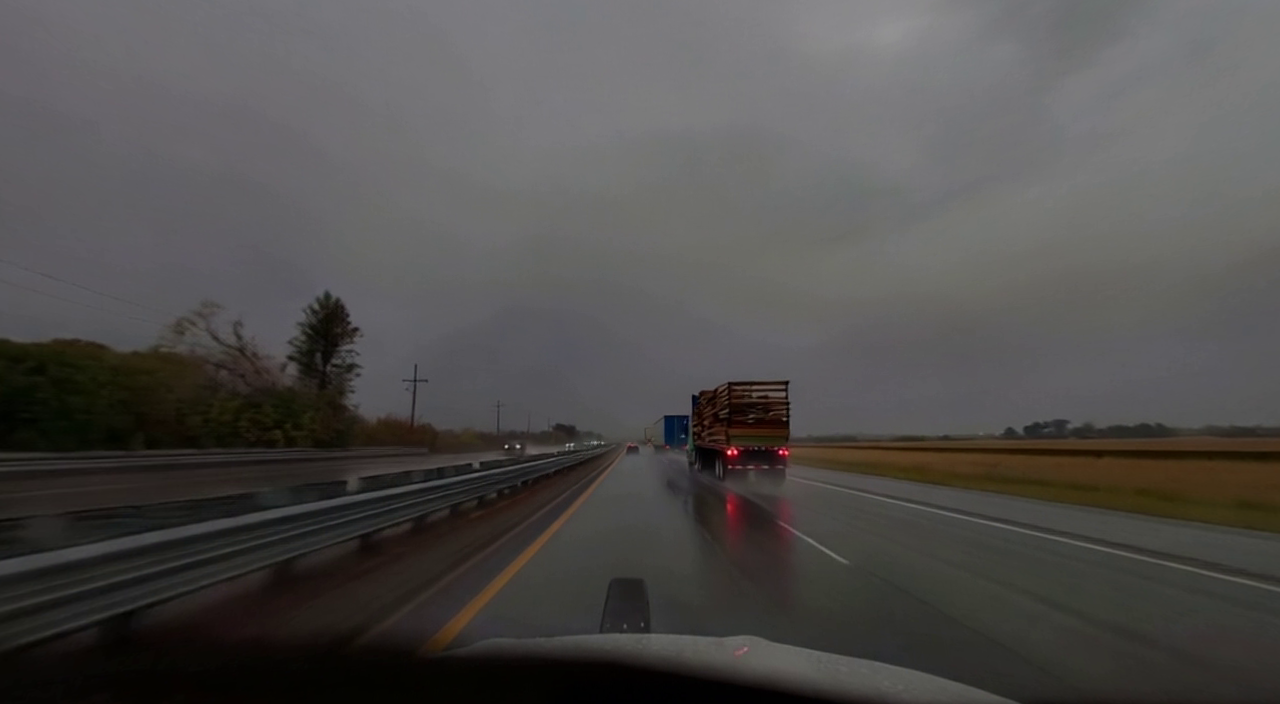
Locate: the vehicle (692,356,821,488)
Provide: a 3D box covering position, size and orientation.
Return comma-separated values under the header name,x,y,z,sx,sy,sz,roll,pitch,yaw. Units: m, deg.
name,x,y,z,sx,sy,sz,roll,pitch,yaw
vehicle,4.175,3.107,26.363,3.024,4.065,13.796,-1,-8,1
